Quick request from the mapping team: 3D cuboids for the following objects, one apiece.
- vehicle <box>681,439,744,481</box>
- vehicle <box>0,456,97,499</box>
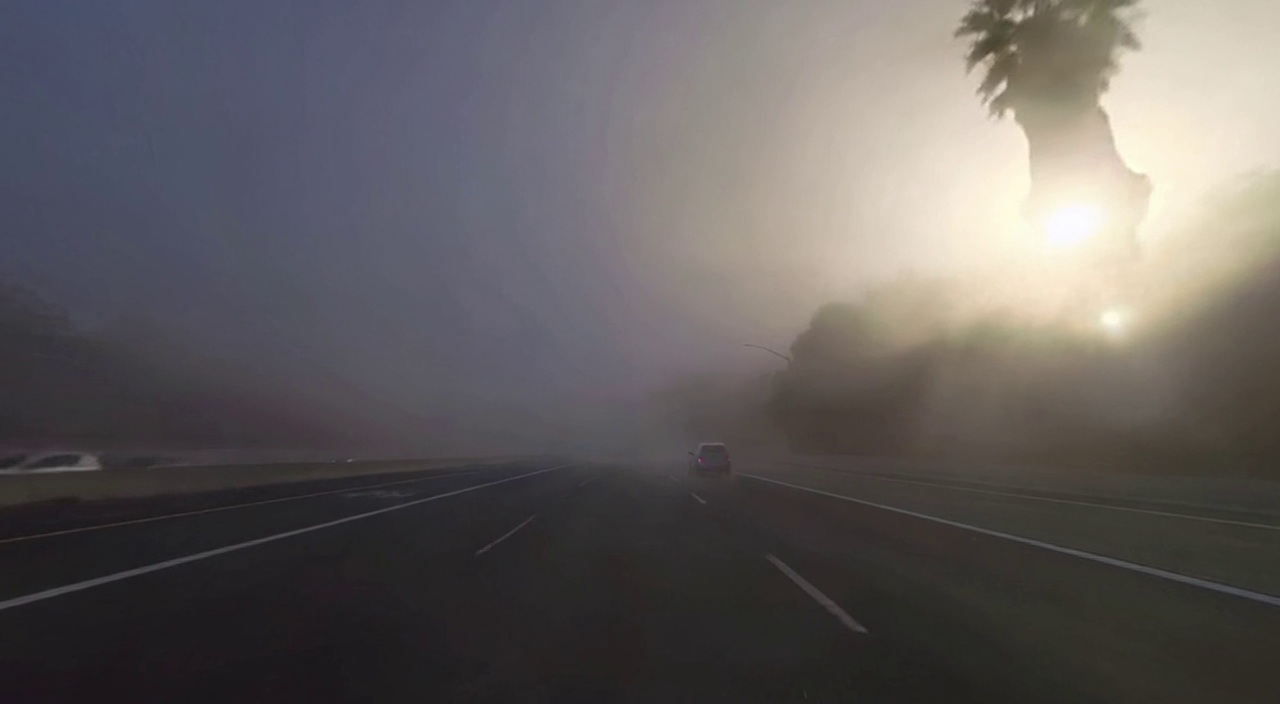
[{"bbox_3d":[3.058,4.671,27.584,2.130,1.677,4.317,0,-9,-2],"label":"vehicle"},{"bbox_3d":[-23.801,4.804,24.524,1.797,1.499,4.020,0,-9,0],"label":"vehicle"}]
